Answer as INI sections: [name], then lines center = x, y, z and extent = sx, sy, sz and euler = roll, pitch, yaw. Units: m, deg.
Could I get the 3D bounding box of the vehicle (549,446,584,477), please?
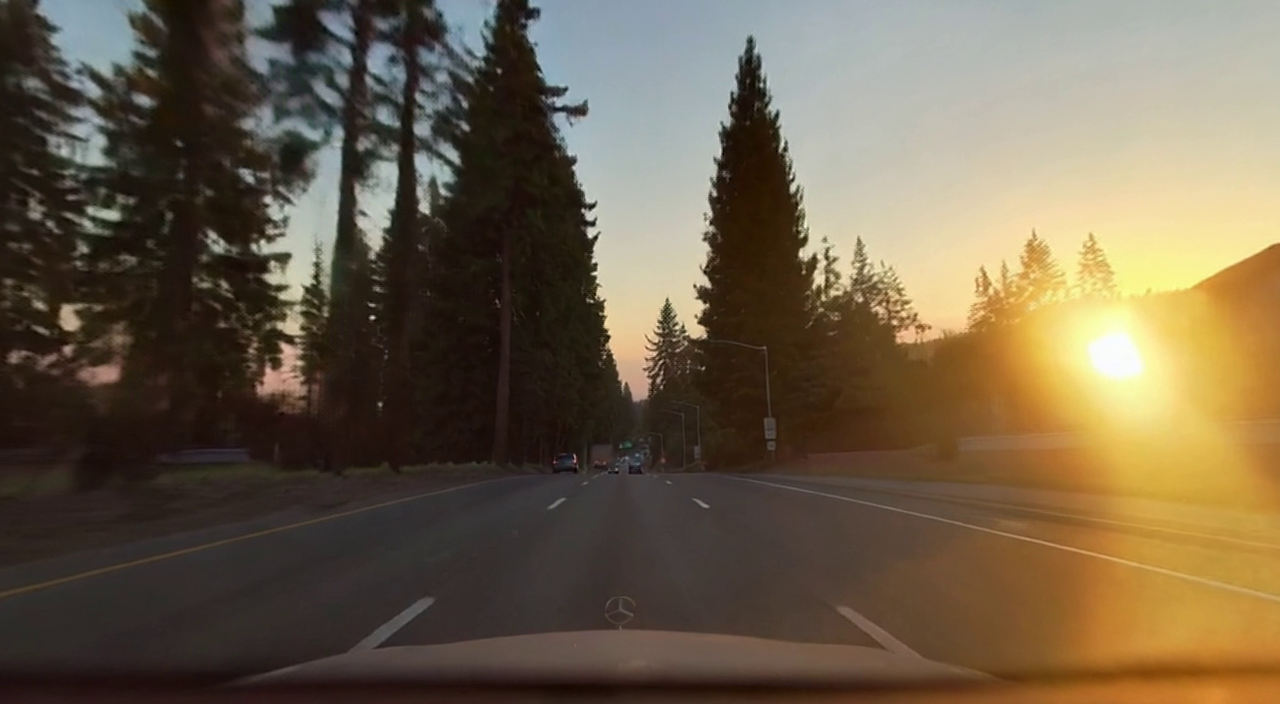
[vehicle]
center = -5.667, 8.440, 49.215
extent = 2.323, 2.252, 4.808
euler = 0, -9, -2
